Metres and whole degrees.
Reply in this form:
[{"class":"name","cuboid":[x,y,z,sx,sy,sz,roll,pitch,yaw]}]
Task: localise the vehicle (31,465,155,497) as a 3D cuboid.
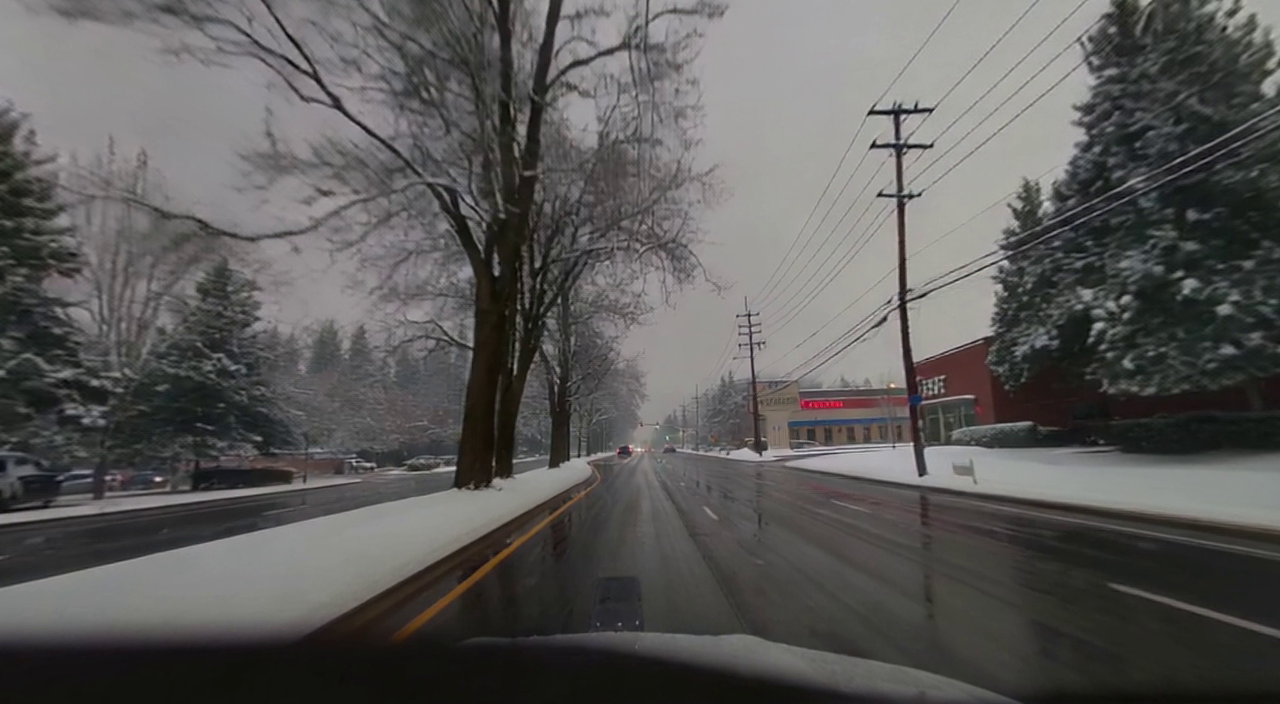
[{"class":"vehicle","cuboid":[-29.652,6.988,34.373,4.662,1.599,2.133,0,-8,-2]}]
